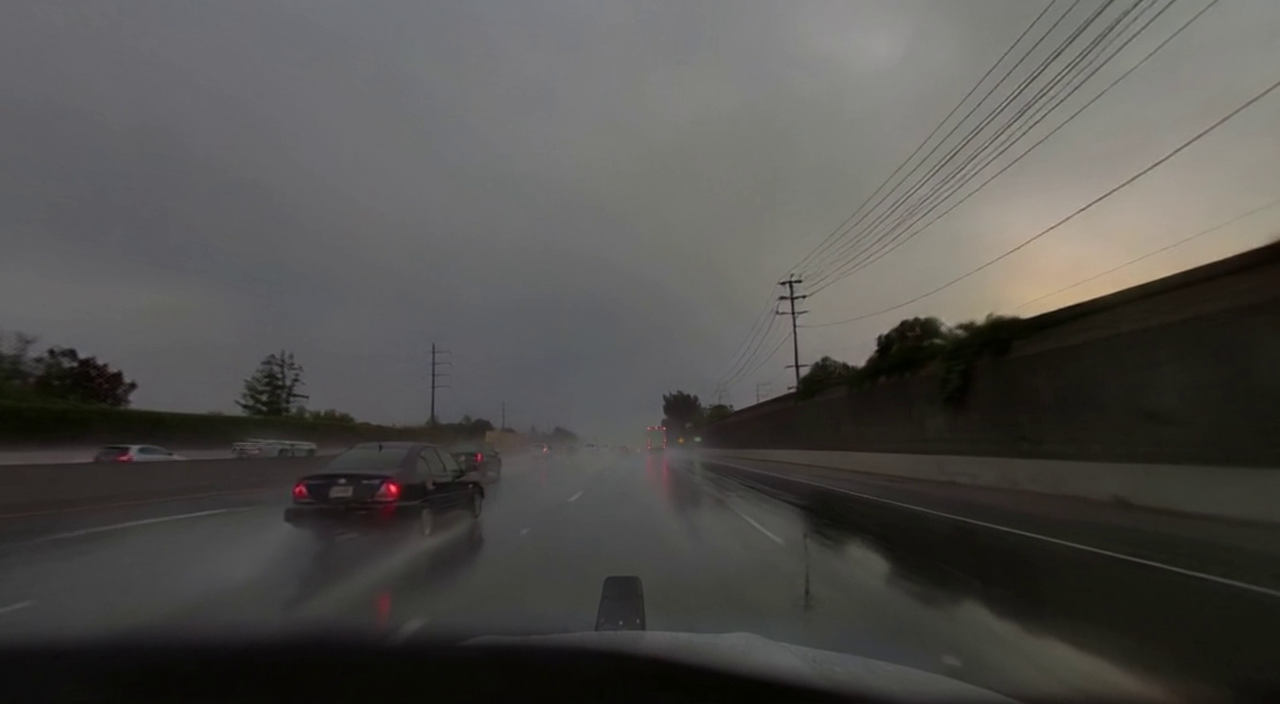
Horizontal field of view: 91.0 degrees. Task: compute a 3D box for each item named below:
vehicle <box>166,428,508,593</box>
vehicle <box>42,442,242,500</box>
[{"bbox_3d":[-3.393,1.869,8.485,2.045,1.532,4.954,0,-9,1],"label":"vehicle"},{"bbox_3d":[-14.579,3.480,18.908,2.039,1.516,4.780,0,-9,1],"label":"vehicle"}]
